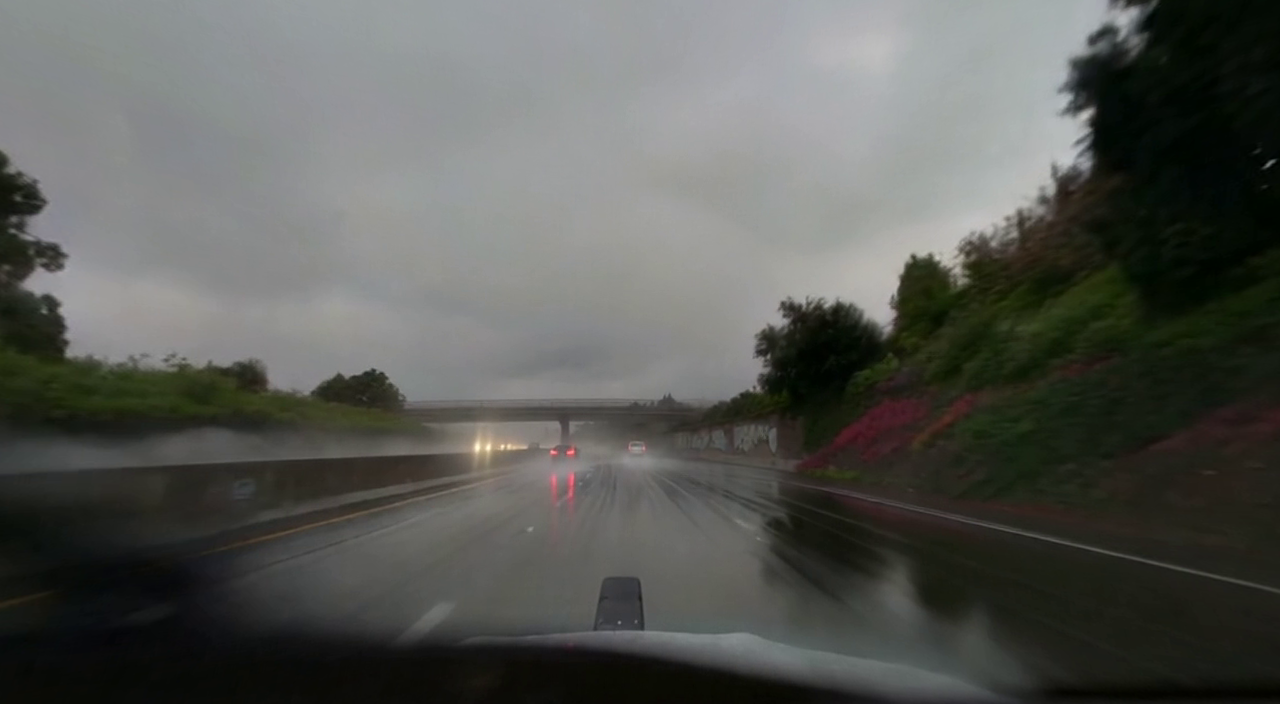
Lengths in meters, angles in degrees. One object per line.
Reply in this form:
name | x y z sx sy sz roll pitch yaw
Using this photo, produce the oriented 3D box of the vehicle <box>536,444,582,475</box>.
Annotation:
vehicle | -4.013 5.396 31.748 1.871 1.459 3.771 0 -9 -1
